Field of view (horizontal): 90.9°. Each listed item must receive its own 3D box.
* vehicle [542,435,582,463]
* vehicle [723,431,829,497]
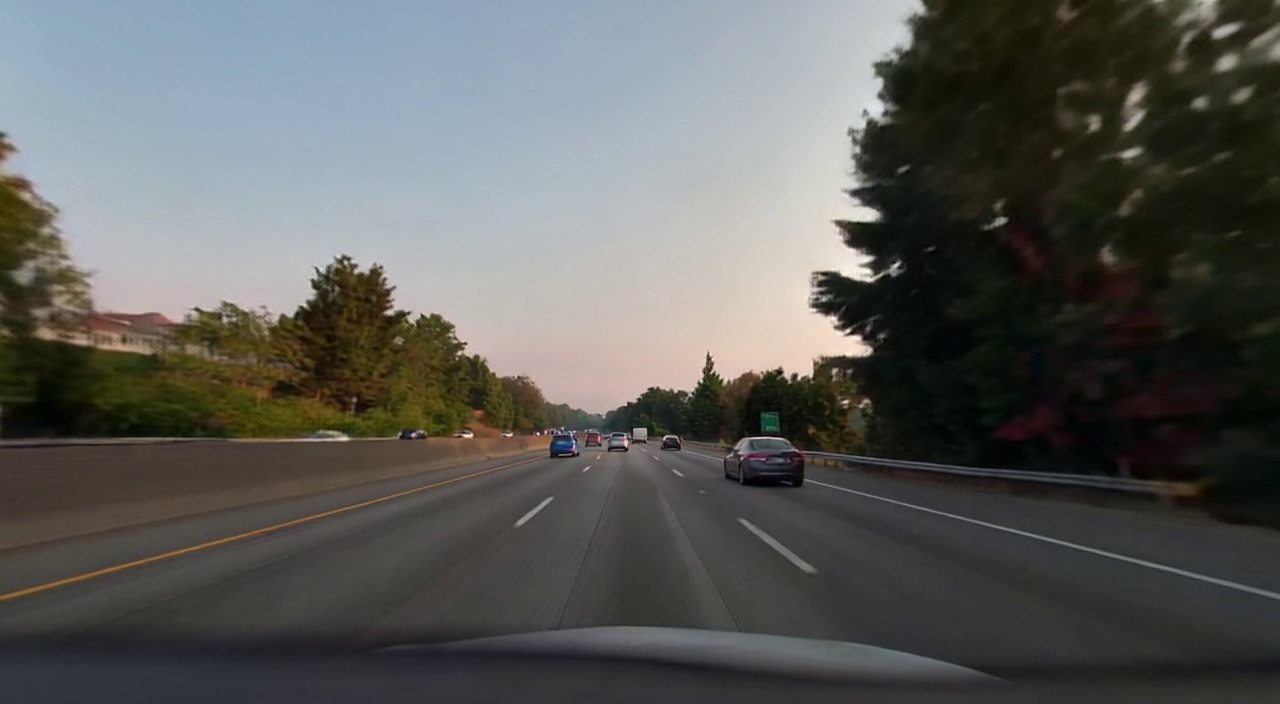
[{"bbox_3d":[-4.574,5.711,37.417,1.941,1.529,4.111,0,-8,-1],"label":"vehicle"},{"bbox_3d":[3.495,2.929,16.952,1.883,1.536,3.792,0,-8,-2],"label":"vehicle"}]
